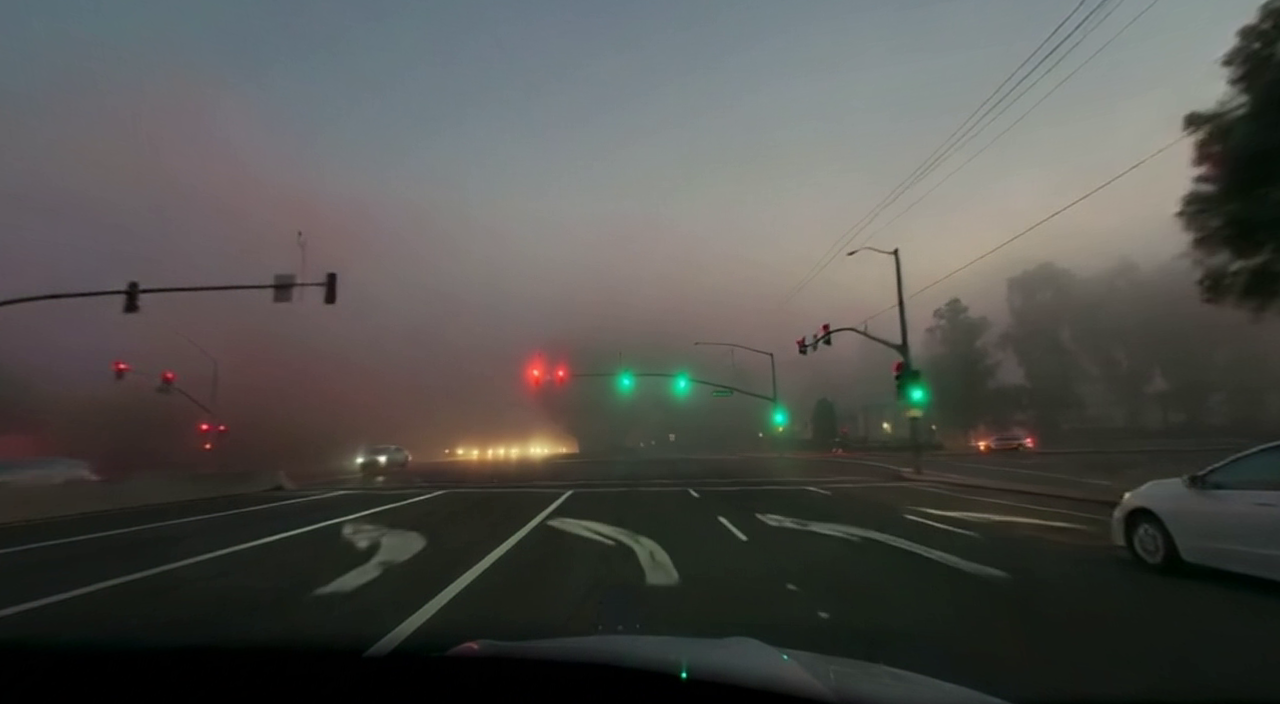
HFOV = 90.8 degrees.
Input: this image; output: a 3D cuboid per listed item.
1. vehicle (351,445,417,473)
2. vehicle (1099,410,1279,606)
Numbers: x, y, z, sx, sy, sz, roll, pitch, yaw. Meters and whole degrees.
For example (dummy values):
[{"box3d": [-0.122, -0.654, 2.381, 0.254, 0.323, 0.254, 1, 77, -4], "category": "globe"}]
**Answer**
[{"box3d": [-14.943, 6.255, 37.165, 2.013, 1.503, 4.682, 0, -8, -1], "category": "vehicle"}, {"box3d": [6.061, 1.150, 4.469, 2.113, 1.520, 4.650, 0, -8, 0], "category": "vehicle"}]
